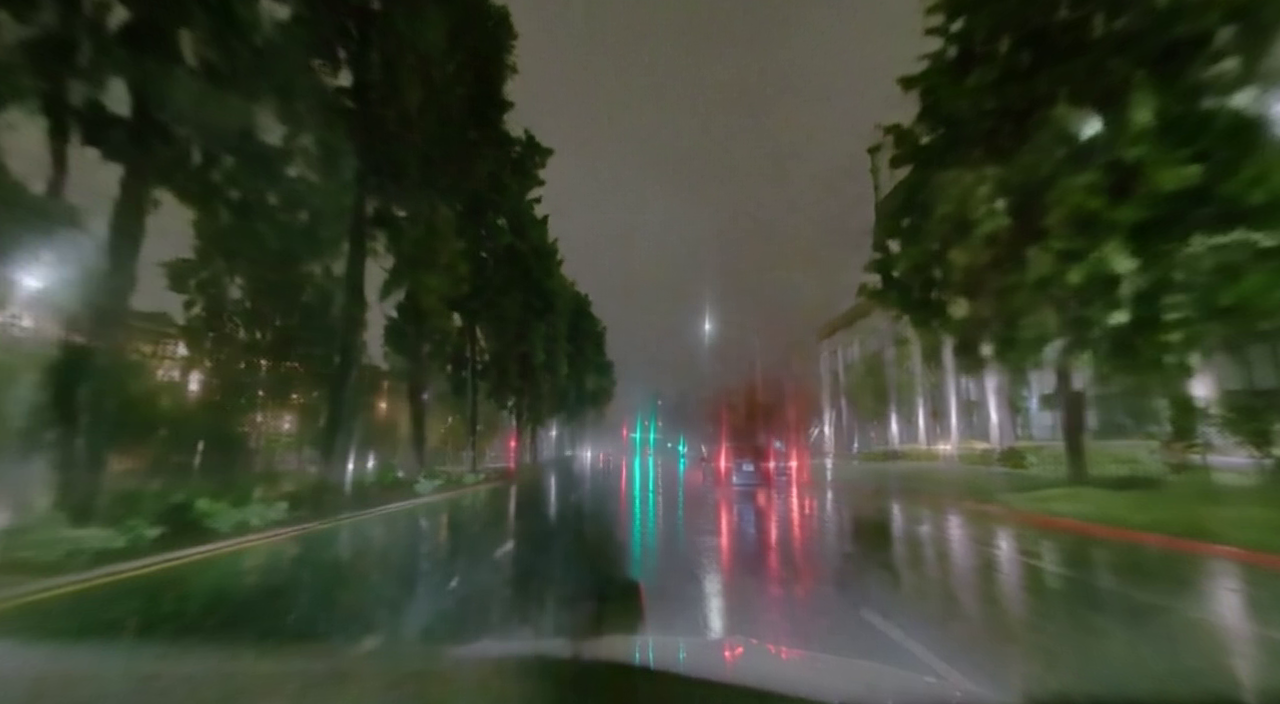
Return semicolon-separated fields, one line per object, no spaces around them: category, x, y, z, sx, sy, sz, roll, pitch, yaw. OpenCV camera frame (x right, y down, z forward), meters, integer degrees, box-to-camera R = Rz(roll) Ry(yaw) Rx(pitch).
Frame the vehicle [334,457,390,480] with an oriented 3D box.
vehicle;-19.409;8.127;44.311;1.839;1.481;4.585;0;-8;1

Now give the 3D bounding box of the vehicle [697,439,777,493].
vehicle;3.348;4.033;22.749;2.083;1.743;4.354;0;-8;-1
